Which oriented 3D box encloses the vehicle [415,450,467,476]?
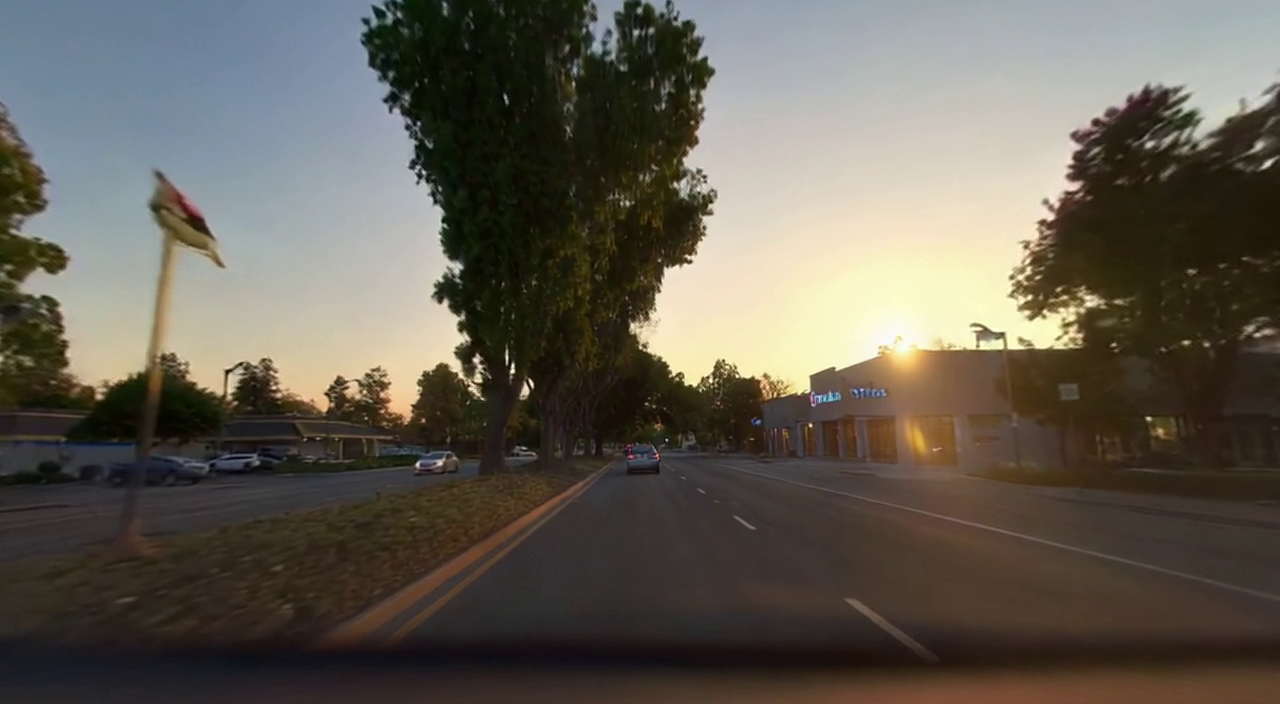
[{"bbox_3d":[-12.526,7.010,39.951,1.833,1.469,4.343,0,-8,1],"label":"vehicle"}]

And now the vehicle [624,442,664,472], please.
[{"bbox_3d":[0.140,5.517,33.177,1.998,1.452,3.773,0,-8,-1],"label":"vehicle"}]

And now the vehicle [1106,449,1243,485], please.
[{"bbox_3d":[24.336,5.205,28.926,1.863,1.454,4.758,1,-9,-5],"label":"vehicle"}]

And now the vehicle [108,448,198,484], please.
[{"bbox_3d":[-28.198,6.581,36.676,2.061,1.871,5.360,2,-9,-14],"label":"vehicle"}]
